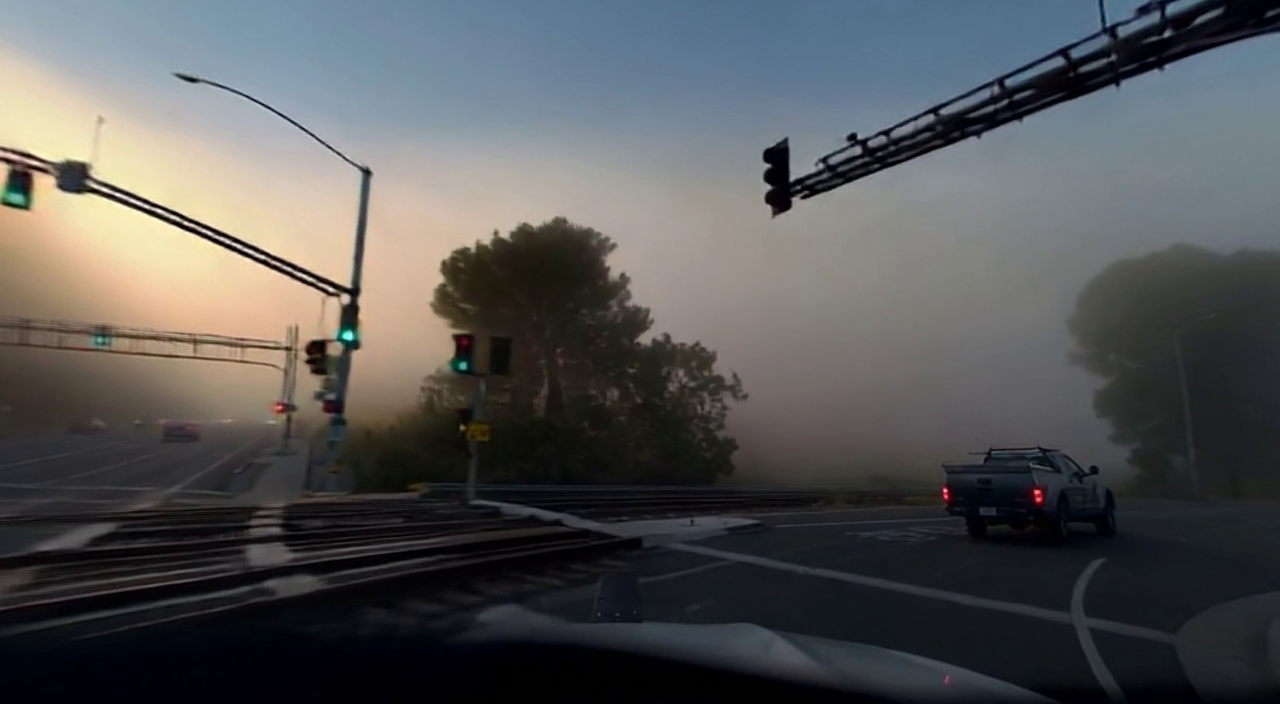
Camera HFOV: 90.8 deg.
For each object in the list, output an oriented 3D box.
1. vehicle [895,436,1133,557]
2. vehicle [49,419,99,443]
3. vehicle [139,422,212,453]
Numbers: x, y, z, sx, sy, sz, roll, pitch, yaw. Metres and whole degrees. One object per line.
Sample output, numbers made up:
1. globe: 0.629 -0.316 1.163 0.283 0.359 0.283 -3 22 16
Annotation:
1. vehicle: 7.745 2.768 12.885 5.251 1.926 2.404 8 -12 -39
2. vehicle: -44.142 6.216 49.361 1.913 1.675 4.418 5 -11 -29
3. vehicle: -24.566 4.596 33.610 2.004 1.482 4.799 4 -10 -24
